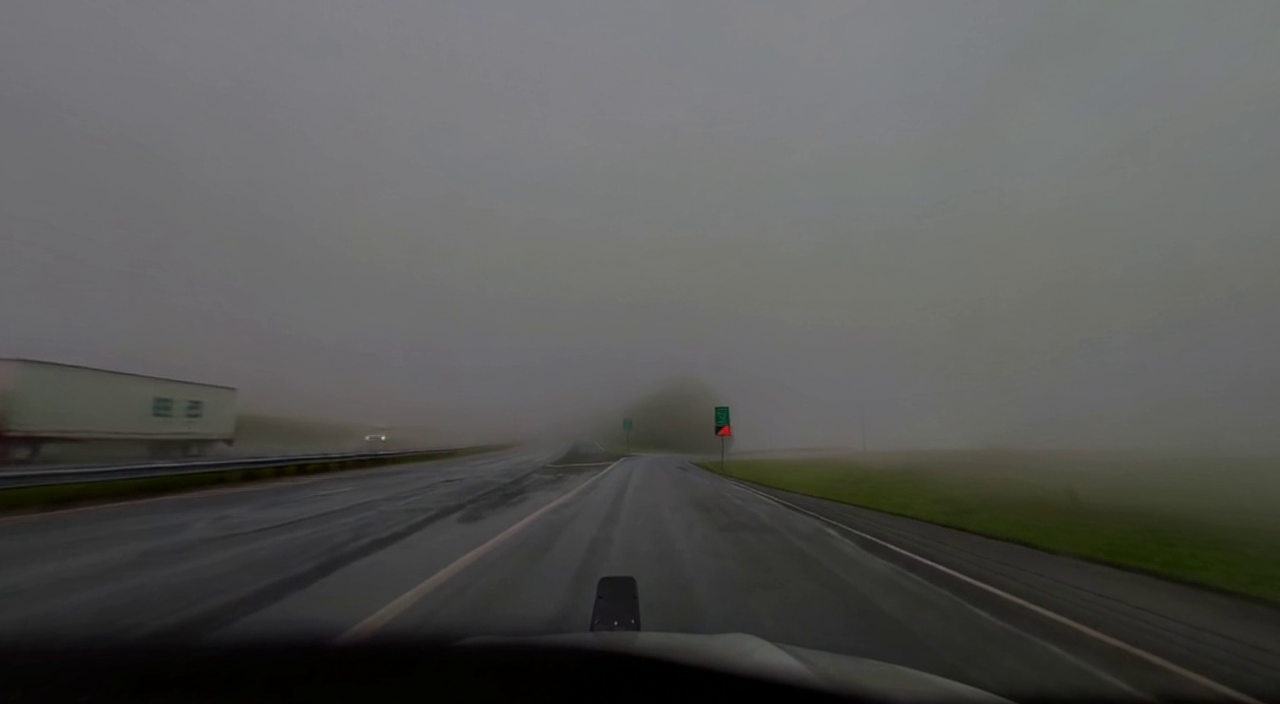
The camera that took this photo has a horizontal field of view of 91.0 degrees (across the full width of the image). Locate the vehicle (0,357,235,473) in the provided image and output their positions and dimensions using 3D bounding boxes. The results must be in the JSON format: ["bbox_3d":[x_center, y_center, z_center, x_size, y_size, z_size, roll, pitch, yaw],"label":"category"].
[{"bbox_3d":[-24.045,3.145,28.428,2.851,3.983,14.254,0,-8,-3],"label":"vehicle"}]
